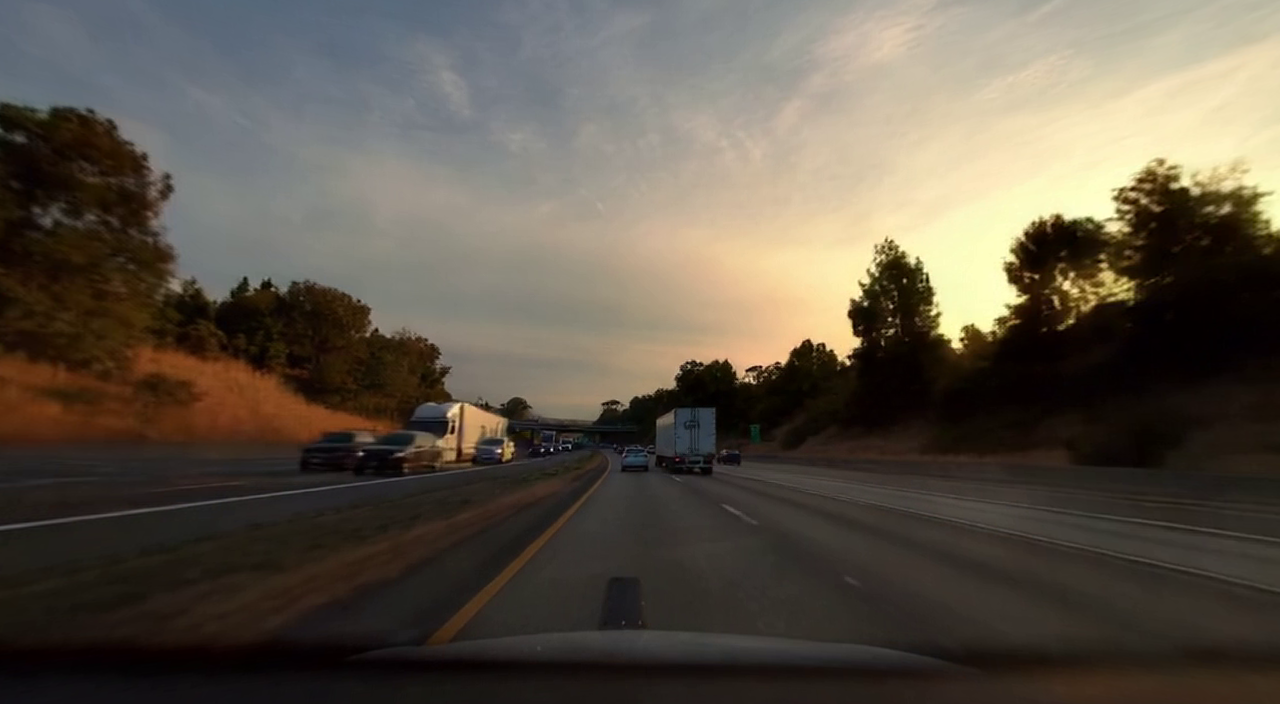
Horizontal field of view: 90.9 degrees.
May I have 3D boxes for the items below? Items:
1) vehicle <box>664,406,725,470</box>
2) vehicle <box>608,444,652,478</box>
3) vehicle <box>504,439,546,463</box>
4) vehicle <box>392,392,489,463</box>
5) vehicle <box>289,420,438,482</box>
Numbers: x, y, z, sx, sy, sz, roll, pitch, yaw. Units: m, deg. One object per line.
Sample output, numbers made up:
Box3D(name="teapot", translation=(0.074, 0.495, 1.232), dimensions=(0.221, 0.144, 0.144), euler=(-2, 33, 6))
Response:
Box3D(name="vehicle", translation=(3.657, 6.424, 46.130), dimensions=(2.931, 4.009, 12.800), euler=(0, -9, -2))
Box3D(name="vehicle", translation=(-0.513, 5.485, 31.901), dimensions=(2.111, 1.599, 3.859), euler=(0, -9, -1))
Box3D(name="vehicle", translation=(-7.858, 6.822, 43.411), dimensions=(1.993, 1.486, 5.318), euler=(0, -9, -1))
Box3D(name="vehicle", translation=(-12.211, 4.949, 39.853), dimensions=(2.937, 3.843, 10.296), euler=(0, -9, -1))
Box3D(name="vehicle", translation=(-7.459, 2.780, 17.702), dimensions=(1.958, 1.489, 4.997), euler=(0, -9, -1))
